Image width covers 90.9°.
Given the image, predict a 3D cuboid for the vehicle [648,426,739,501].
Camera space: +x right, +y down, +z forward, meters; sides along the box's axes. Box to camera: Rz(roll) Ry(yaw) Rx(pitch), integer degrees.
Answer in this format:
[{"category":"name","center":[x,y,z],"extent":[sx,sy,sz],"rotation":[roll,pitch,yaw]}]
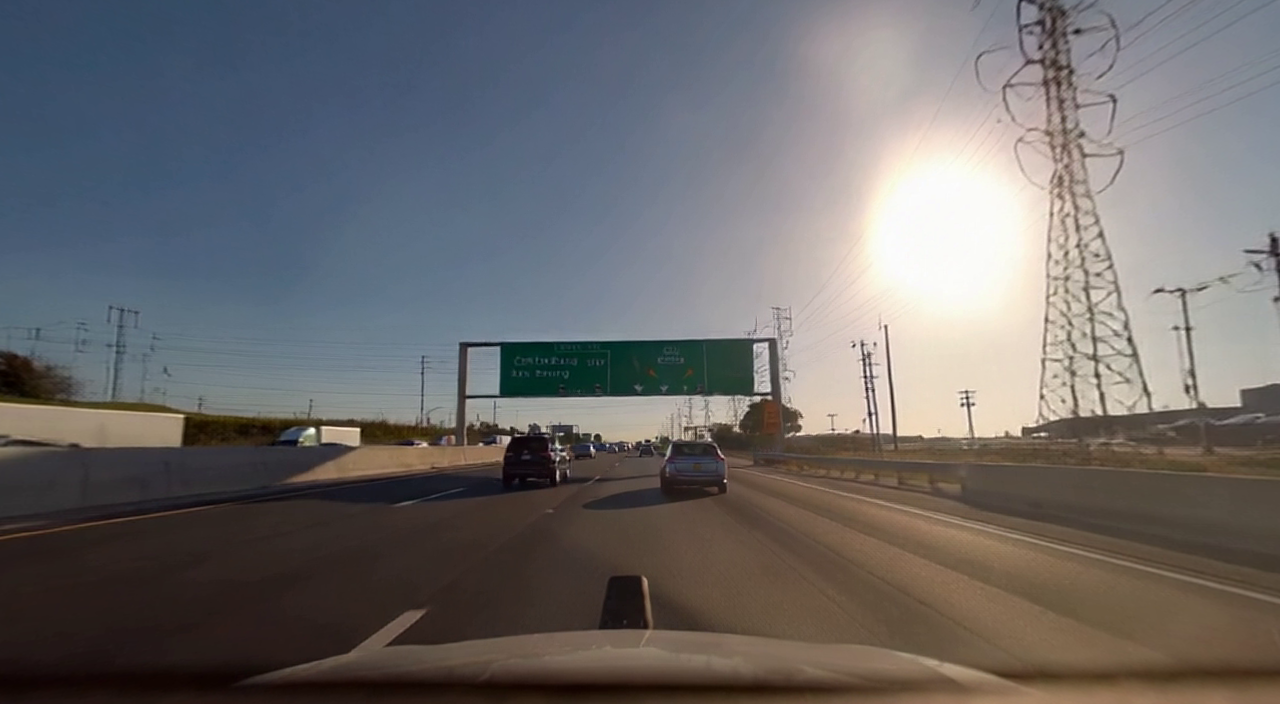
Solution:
[{"category":"vehicle","center":[1.306,2.934,16.918],"extent":[2.134,1.733,4.049],"rotation":[0,-9,2]}]

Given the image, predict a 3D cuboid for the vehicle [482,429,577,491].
[{"category":"vehicle","center":[-3.385,3.416,20.264],"extent":[2.125,1.764,4.393],"rotation":[0,-9,1]}]

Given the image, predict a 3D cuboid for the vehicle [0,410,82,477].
[{"category":"vehicle","center":[-31.790,4.653,32.074],"extent":[2.867,3.154,4.023],"rotation":[0,-9,-1]}]

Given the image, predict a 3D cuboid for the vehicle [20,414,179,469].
[{"category":"vehicle","center":[-31.786,5.376,37.642],"extent":[2.911,2.955,7.369],"rotation":[0,-9,0]}]
